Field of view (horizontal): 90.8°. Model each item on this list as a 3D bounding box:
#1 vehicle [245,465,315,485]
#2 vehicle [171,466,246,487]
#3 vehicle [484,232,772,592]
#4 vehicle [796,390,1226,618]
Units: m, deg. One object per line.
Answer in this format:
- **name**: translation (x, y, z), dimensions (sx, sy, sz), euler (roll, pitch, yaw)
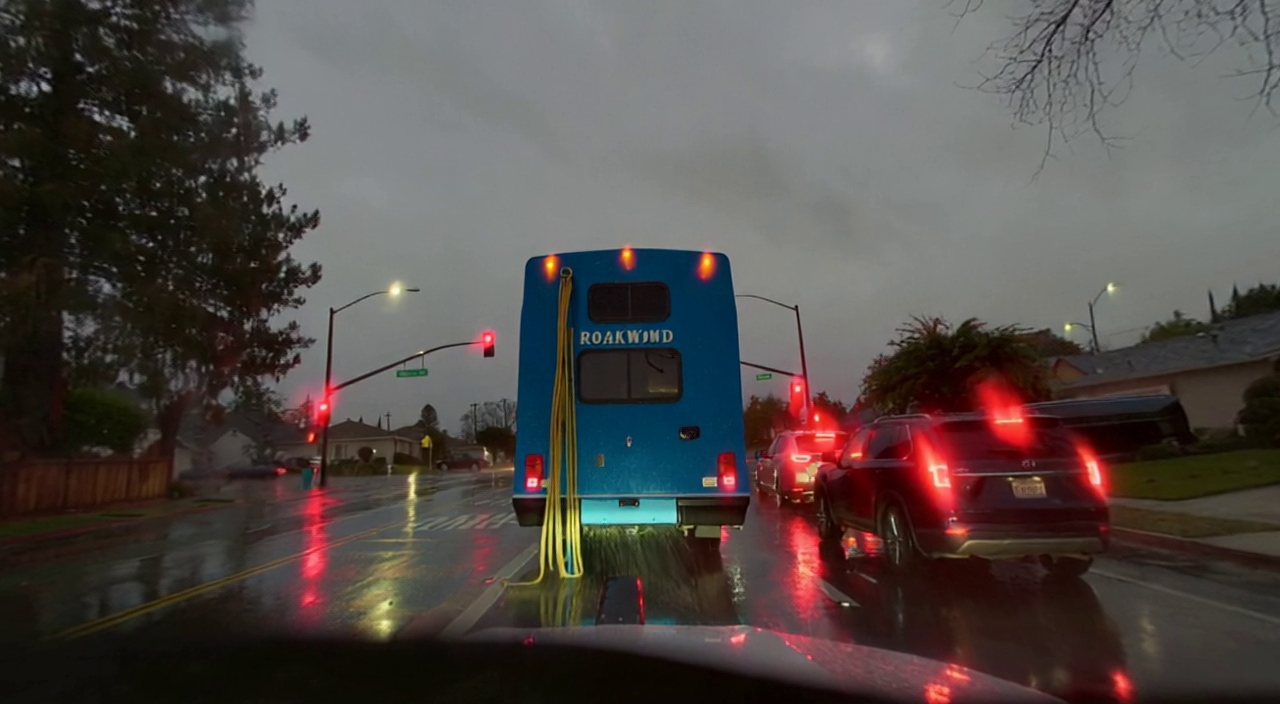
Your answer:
- **vehicle**: translation (-27.405, 9.365, 48.139), dimensions (4.187, 1.445, 1.809), euler (0, -9, 0)
- **vehicle**: translation (-32.701, 9.410, 47.952), dimensions (4.311, 1.458, 1.707), euler (0, -9, -3)
- **vehicle**: translation (-0.110, 1.123, 10.268), dimensions (2.709, 3.511, 8.213), euler (0, -9, 0)
- **vehicle**: translation (3.406, 1.493, 7.125), dimensions (2.104, 1.735, 4.408), euler (0, -9, 0)
